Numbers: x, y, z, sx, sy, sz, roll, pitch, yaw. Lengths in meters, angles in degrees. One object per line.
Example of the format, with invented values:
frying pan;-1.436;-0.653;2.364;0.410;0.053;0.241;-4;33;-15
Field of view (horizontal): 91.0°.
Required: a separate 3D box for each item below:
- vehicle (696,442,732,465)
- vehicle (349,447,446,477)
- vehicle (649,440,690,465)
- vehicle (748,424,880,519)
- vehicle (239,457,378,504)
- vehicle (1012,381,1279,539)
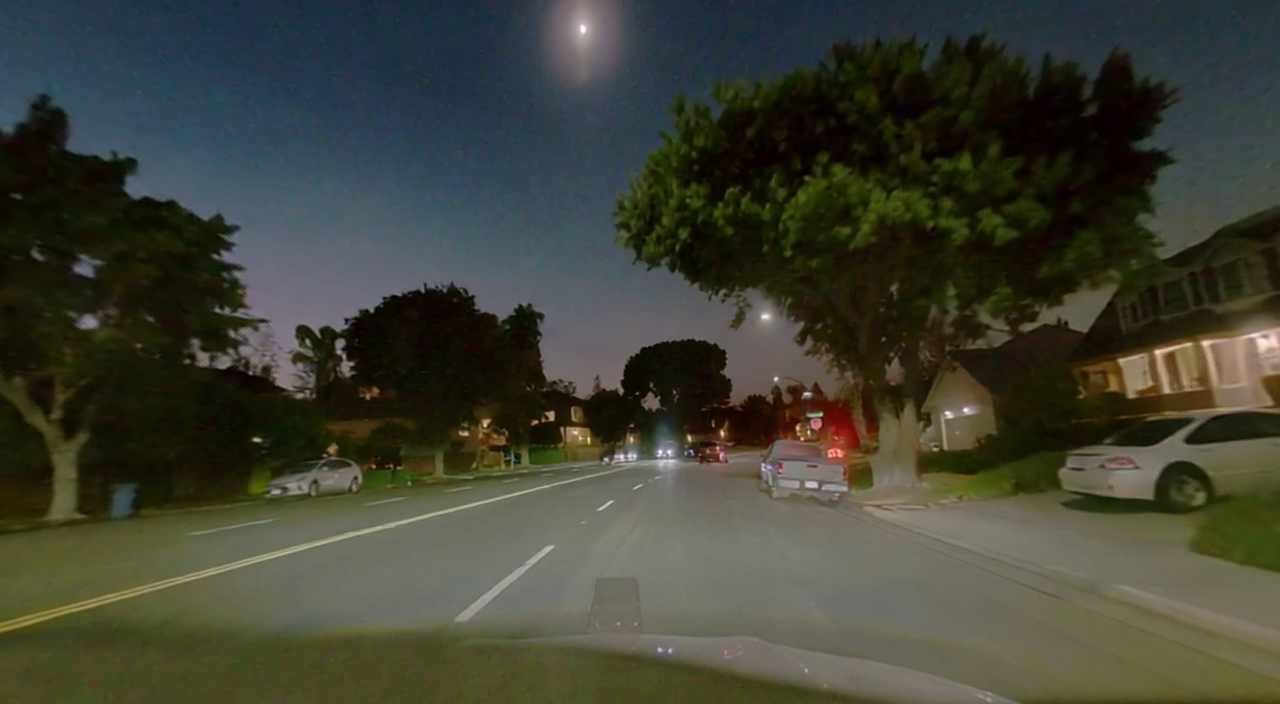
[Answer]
vehicle;5.094;6.894;42.758;1.955;1.459;4.383;-2;-9;13
vehicle;-15.182;6.901;39.595;5.177;1.779;2.199;-1;-8;4
vehicle;2.167;7.219;45.440;2.178;1.695;4.339;-2;-9;13
vehicle;4.250;3.006;16.533;2.516;2.019;5.790;-1;-8;8
vehicle;-12.277;4.755;23.794;2.118;1.496;5.030;-3;-10;6
vehicle;9.239;1.536;9.965;5.085;1.795;2.183;-9;-9;3
